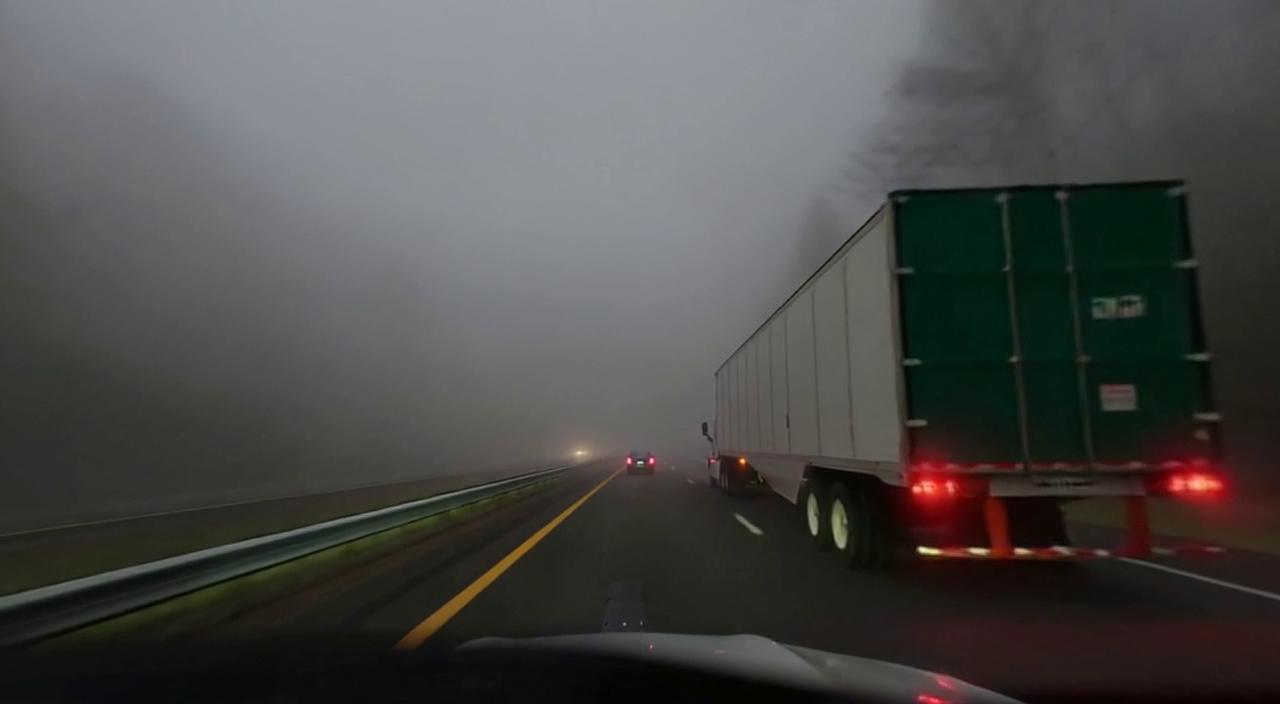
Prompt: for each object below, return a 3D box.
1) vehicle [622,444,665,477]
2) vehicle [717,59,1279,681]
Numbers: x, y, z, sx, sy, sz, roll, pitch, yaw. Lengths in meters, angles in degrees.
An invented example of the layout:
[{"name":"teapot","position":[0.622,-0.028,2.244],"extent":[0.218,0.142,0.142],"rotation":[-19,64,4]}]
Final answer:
[{"name":"vehicle","position":[0.172,5.299,31.065],"extent":[1.968,1.515,4.025],"rotation":[-1,-8,1]},{"name":"vehicle","position":[3.886,1.142,12.071],"extent":[2.929,4.158,15.921],"rotation":[0,-8,0]}]
